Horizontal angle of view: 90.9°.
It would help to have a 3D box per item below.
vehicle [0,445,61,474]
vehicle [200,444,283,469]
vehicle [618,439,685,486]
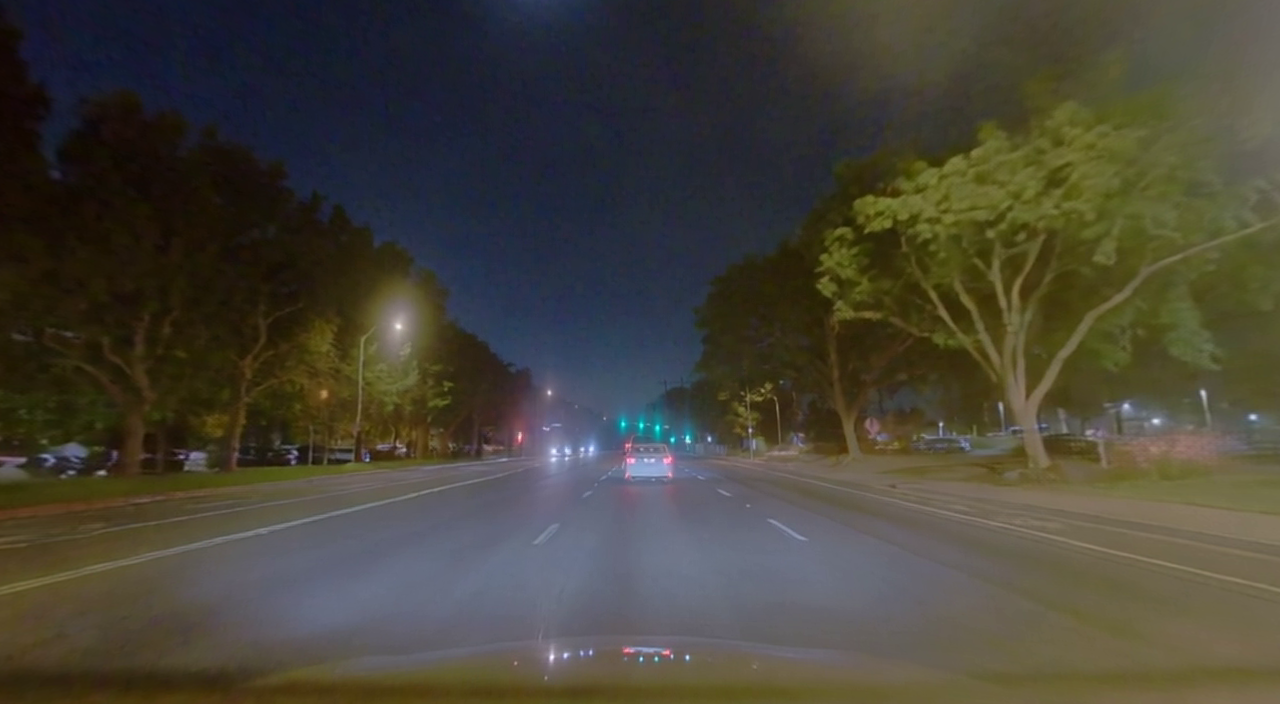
[{"bbox_3d":[-42.454,7.241,42.585,4.467,1.834,2.087,0,-8,-1],"label":"vehicle"},{"bbox_3d":[-30.079,7.891,47.710,4.764,1.786,2.091,0,-8,0],"label":"vehicle"},{"bbox_3d":[0.330,3.763,21.833,2.093,1.442,3.977,0,-8,-1],"label":"vehicle"}]
